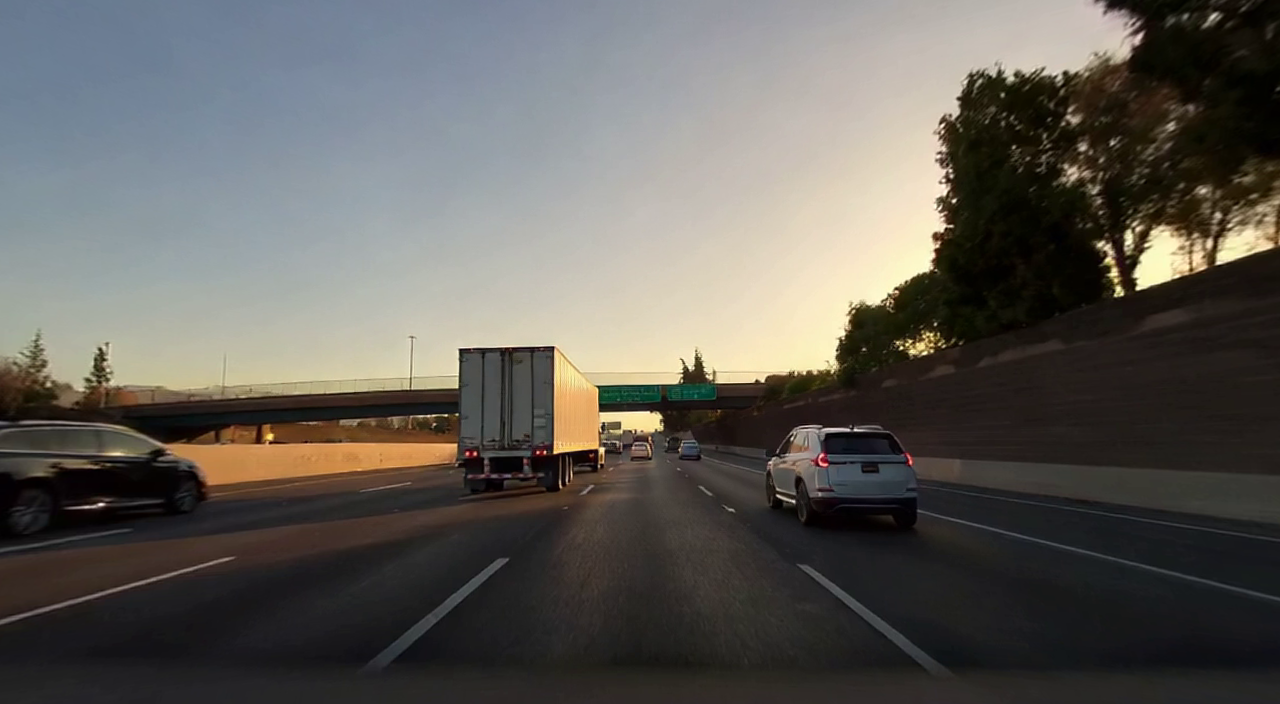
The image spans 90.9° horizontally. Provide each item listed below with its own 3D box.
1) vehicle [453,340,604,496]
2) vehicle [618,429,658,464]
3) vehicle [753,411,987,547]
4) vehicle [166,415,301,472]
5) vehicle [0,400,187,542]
[{"bbox_3d":[-3.361,2.870,24.464,2.869,4.108,15.564,0,-9,1],"label":"vehicle"},{"bbox_3d":[-0.118,7.240,48.310,2.848,2.453,5.509,0,-9,1],"label":"vehicle"},{"bbox_3d":[3.237,1.894,10.021,2.028,1.658,4.334,0,-9,-1],"label":"vehicle"},{"bbox_3d":[-28.642,6.573,45.231,2.944,3.588,9.839,0,-9,1],"label":"vehicle"},{"bbox_3d":[-10.461,1.820,9.741,2.388,2.031,5.951,0,-9,1],"label":"vehicle"}]
